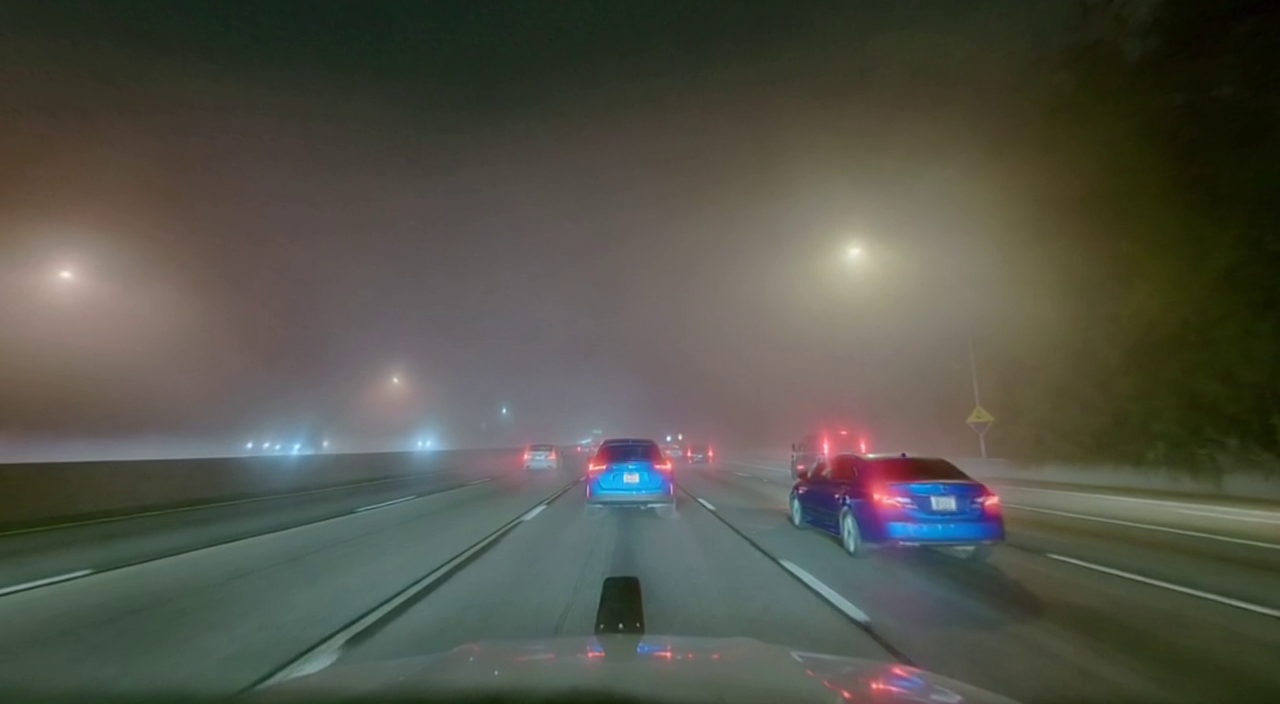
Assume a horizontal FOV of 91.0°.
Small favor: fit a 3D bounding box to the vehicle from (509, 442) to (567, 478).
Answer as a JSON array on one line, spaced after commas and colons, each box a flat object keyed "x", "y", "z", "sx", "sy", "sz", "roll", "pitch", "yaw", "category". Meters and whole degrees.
[{"x": -4.611, "y": 4.951, "z": 29.167, "sx": 2.023, "sy": 1.497, "sz": 4.526, "roll": 1, "pitch": -9, "yaw": -1, "category": "vehicle"}]

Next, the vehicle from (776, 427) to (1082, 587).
[{"x": 3.301, "y": 1.843, "z": 8.336, "sx": 1.975, "sy": 1.532, "sz": 4.227, "roll": 1, "pitch": -9, "yaw": -1, "category": "vehicle"}]

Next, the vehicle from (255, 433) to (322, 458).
[{"x": -23.037, "y": 6.156, "z": 41.481, "sx": 1.957, "sy": 1.528, "sz": 4.430, "roll": 1, "pitch": -9, "yaw": -2, "category": "vehicle"}]

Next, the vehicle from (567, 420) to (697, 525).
[{"x": -0.153, "y": 2.330, "z": 12.629, "sx": 2.181, "sy": 1.728, "sz": 3.970, "roll": 0, "pitch": -9, "yaw": -1, "category": "vehicle"}]
